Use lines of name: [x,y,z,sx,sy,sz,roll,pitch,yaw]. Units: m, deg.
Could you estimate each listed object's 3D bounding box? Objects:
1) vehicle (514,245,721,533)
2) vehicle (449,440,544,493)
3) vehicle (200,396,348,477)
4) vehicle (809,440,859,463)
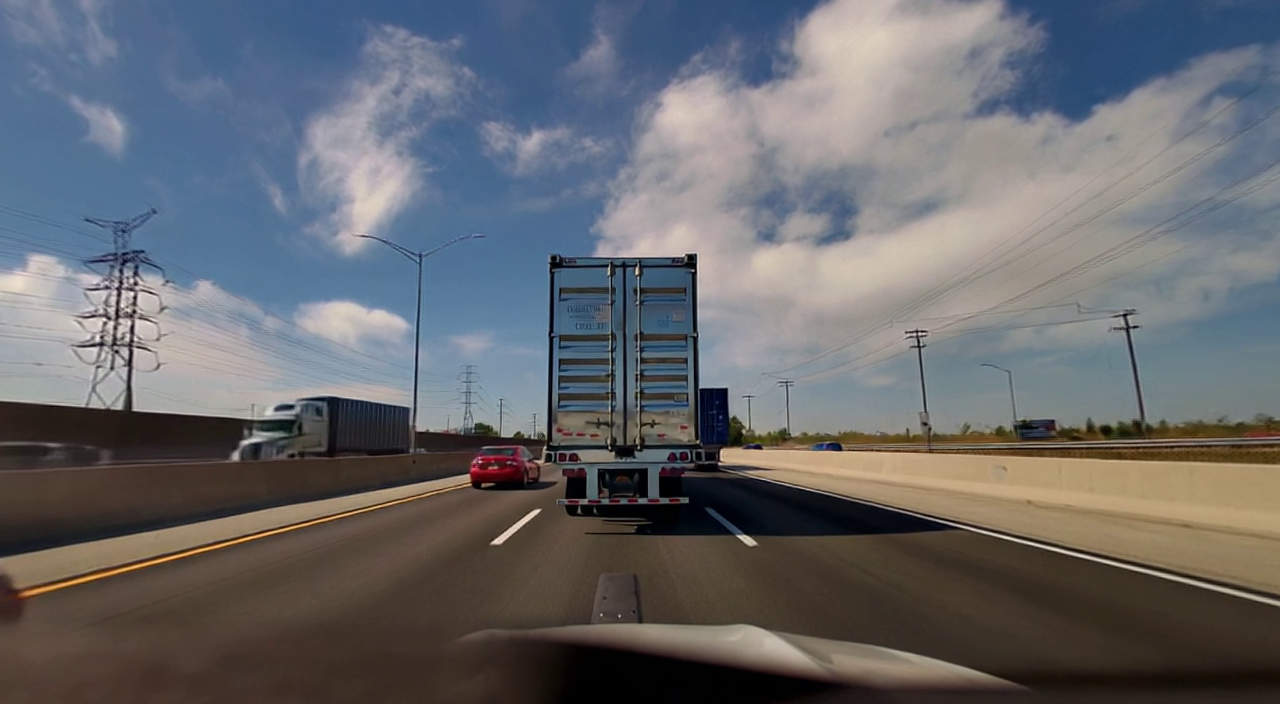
vehicle: [-0.333,1.354,14.941,2.841,4.071,12.046,-1,-9,0]
vehicle: [-4.434,3.598,20.333,1.993,1.475,4.540,-1,-9,0]
vehicle: [-16.526,3.947,29.263,2.949,3.275,6.439,-1,-9,0]
vehicle: [13.455,6.928,44.136,2.020,1.546,4.336,0,-9,-2]
